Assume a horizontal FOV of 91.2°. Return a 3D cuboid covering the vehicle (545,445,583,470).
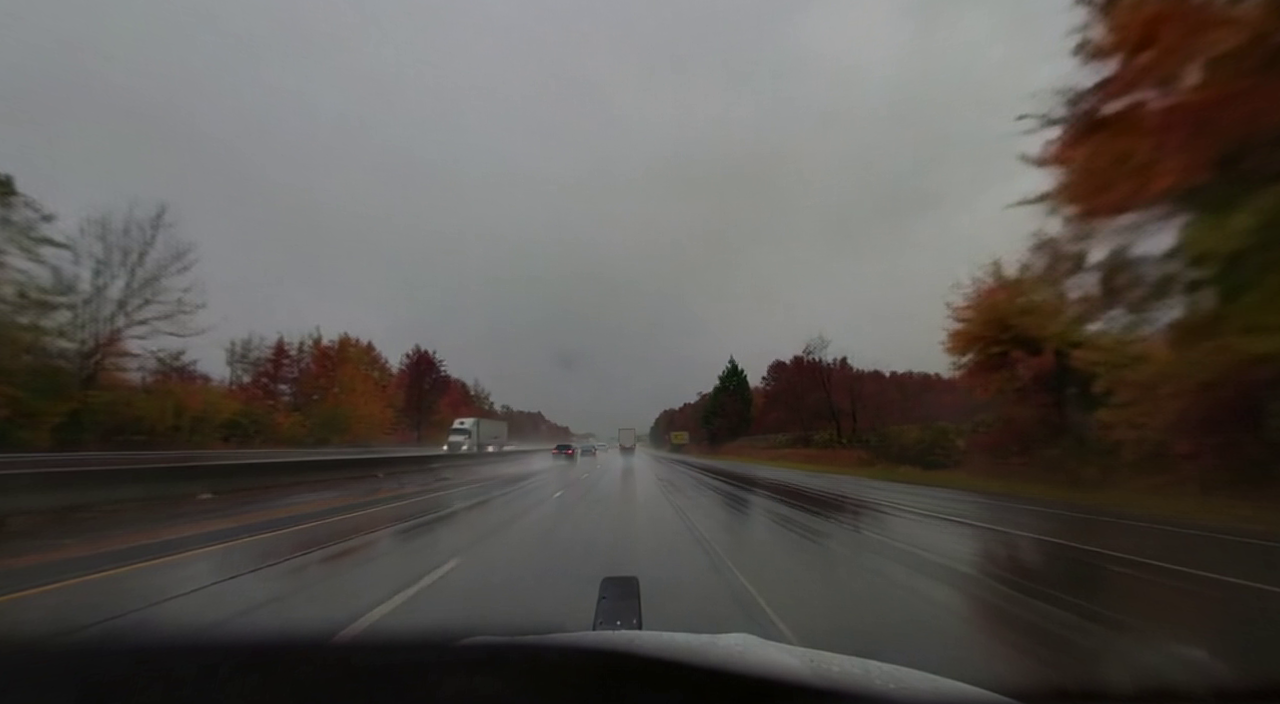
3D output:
[{"bbox_3d":[-4.742,6.597,39.463,1.963,1.475,3.665,0,-9,-1],"label":"vehicle"}]
